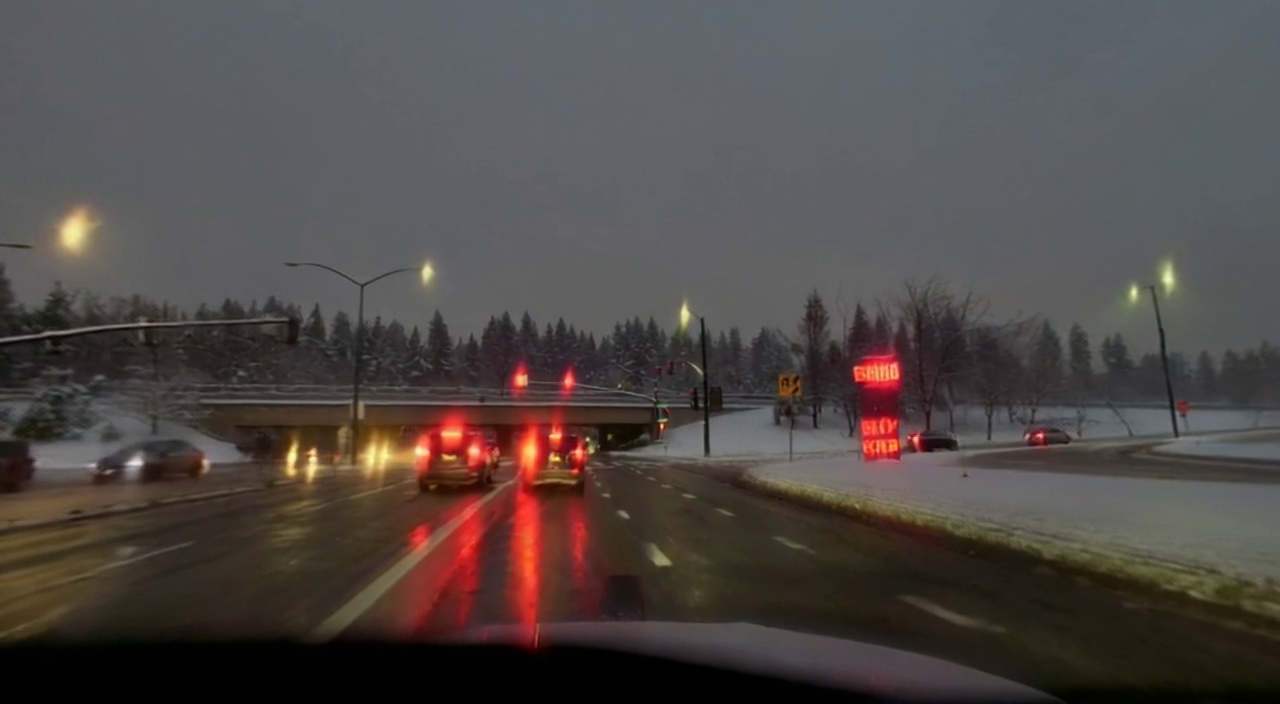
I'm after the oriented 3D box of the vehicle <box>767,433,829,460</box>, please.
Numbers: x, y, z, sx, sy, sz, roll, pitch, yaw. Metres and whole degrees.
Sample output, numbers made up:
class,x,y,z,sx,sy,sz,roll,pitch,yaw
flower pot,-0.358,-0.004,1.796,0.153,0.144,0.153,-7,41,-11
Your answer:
class,x,y,z,sx,sy,sz,roll,pitch,yaw
vehicle,10.172,6.059,40.495,4.166,1.622,1.908,8,-12,-44

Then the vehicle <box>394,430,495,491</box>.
class,x,y,z,sx,sy,sz,roll,pitch,yaw
vehicle,-5.782,3.262,19.340,2.057,1.610,4.891,1,-9,-7

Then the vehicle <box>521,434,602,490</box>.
class,x,y,z,sx,sy,sz,roll,pitch,yaw
vehicle,-2.397,3.337,19.497,2.176,1.489,4.518,1,-9,-6

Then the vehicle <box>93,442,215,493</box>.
class,x,y,z,sx,sy,sz,roll,pitch,yaw
vehicle,-18.835,4.441,24.743,1.985,1.537,4.013,-3,-6,-7

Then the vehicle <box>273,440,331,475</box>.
class,x,y,z,sx,sy,sz,roll,pitch,yaw
vehicle,-21.224,6.686,39.810,1.863,1.722,4.328,-8,-10,-11
